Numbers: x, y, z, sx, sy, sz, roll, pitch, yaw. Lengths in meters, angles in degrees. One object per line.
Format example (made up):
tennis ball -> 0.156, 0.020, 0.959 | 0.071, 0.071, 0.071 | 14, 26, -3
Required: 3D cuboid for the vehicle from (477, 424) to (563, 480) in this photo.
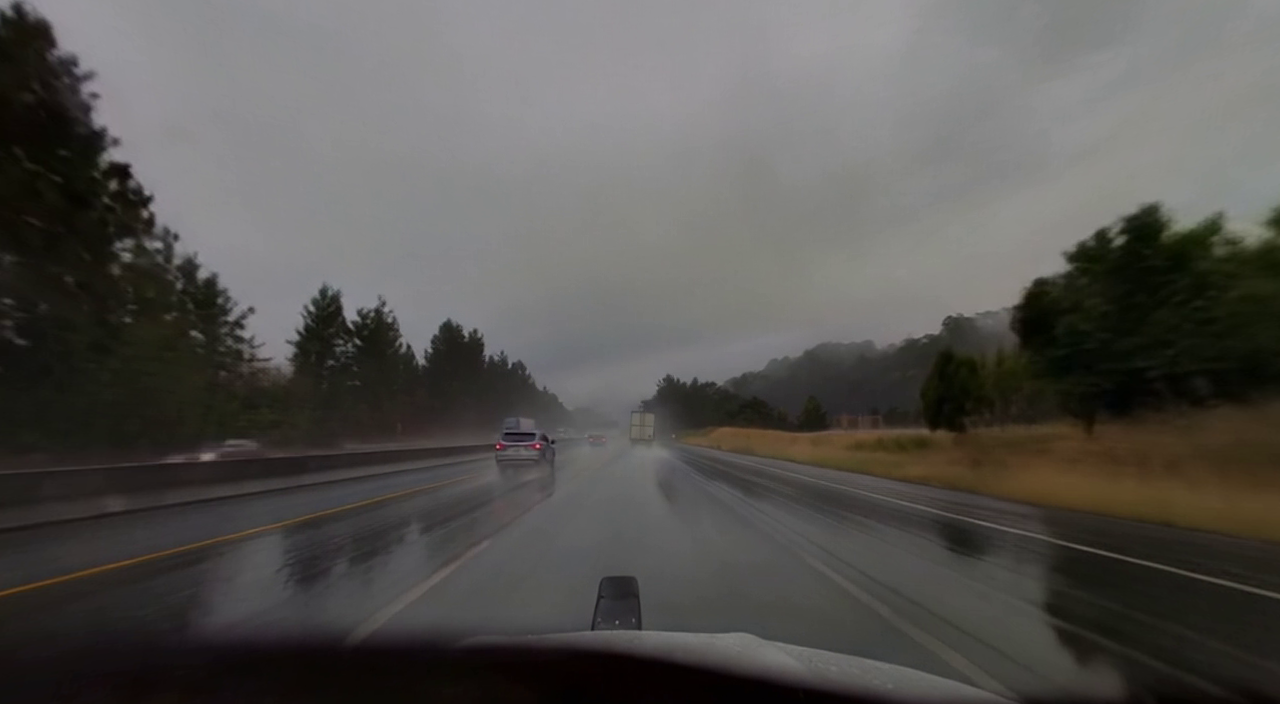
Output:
vehicle -> -3.863, 3.282, 21.063 | 2.045, 1.655, 4.301 | 0, -8, 0
